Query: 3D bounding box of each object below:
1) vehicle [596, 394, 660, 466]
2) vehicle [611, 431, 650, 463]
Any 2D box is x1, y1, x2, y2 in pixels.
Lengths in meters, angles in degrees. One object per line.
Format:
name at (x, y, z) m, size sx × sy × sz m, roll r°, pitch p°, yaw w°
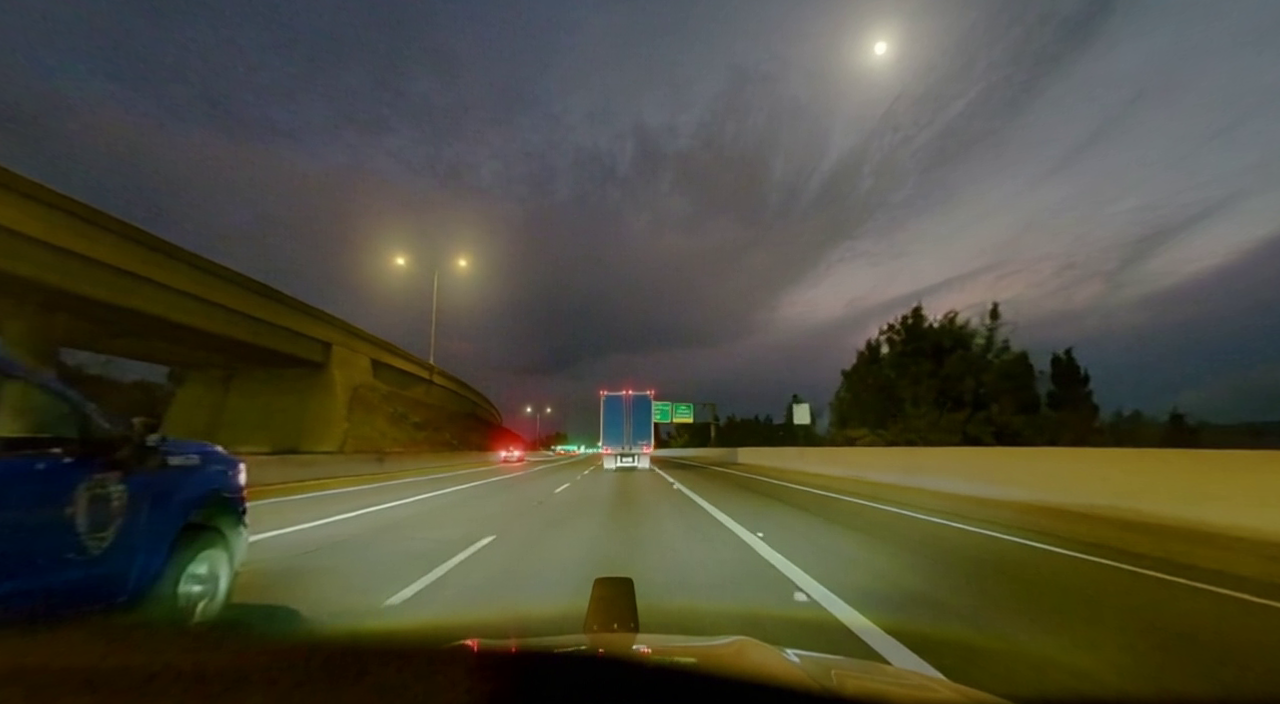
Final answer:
vehicle at (-0.657, 4.847, 37.845) m, size 3.233 × 3.678 × 11.032 m, roll 1°, pitch -9°, yaw -1°
vehicle at (-0.546, 5.273, 35.234) m, size 2.052 × 1.666 × 4.358 m, roll 0°, pitch -8°, yaw -2°
